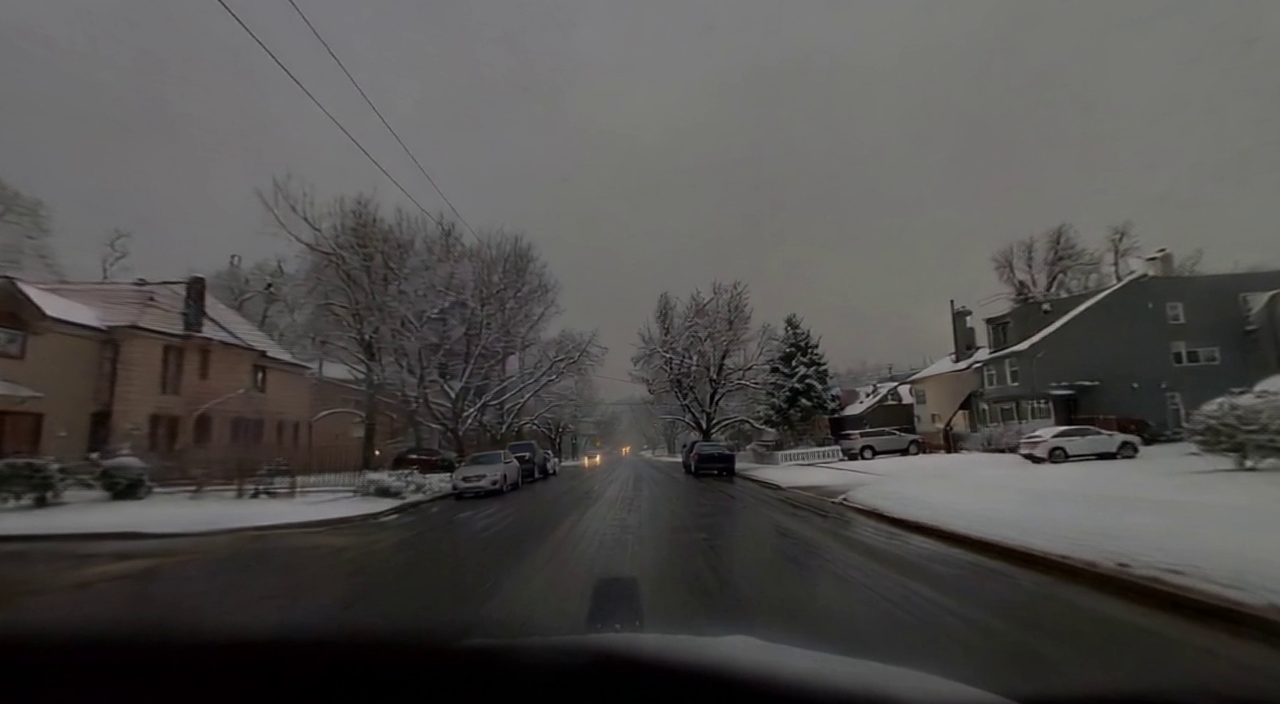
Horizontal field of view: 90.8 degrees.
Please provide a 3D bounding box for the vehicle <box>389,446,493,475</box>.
[{"bbox_3d":[-13.370,7.336,42.736,6.224,1.862,2.312,0,-9,0],"label":"vehicle"}]

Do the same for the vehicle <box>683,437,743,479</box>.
[{"bbox_3d":[3.705,5.540,33.345,2.407,1.948,6.408,0,-9,0],"label":"vehicle"}]

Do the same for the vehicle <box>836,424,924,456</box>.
[{"bbox_3d":[15.132,5.595,40.046,4.612,1.916,2.159,0,-9,-2],"label":"vehicle"}]

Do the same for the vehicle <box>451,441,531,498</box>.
[{"bbox_3d":[-5.909,4.642,25.630,2.050,1.911,4.852,-3,-8,0],"label":"vehicle"}]

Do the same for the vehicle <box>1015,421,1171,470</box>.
[{"bbox_3d":[17.315,3.620,24.342,4.268,1.788,2.156,0,-9,0],"label":"vehicle"}]
